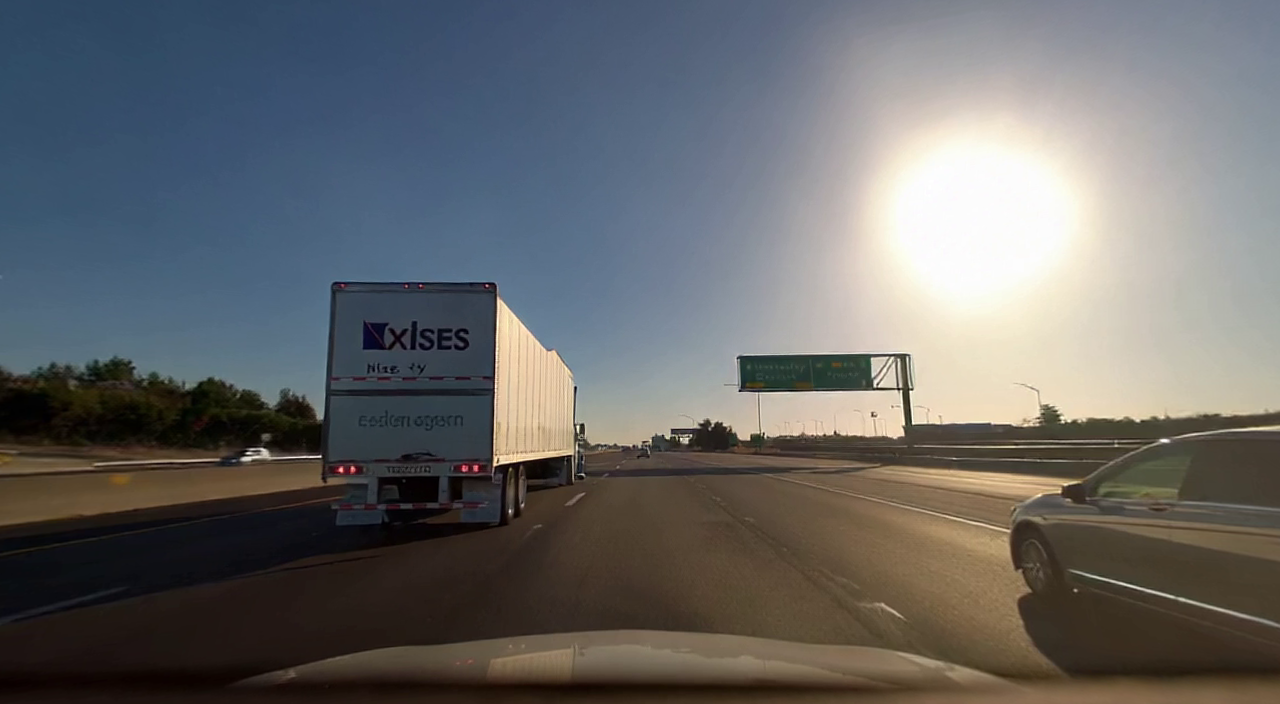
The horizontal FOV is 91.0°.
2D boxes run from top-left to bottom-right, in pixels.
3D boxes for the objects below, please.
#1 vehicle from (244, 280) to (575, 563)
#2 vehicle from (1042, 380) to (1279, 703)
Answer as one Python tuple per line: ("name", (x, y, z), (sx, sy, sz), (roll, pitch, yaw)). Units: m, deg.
("vehicle", (-3.198, 1.431, 11.882), (2.922, 3.458, 8.360), (0, -9, 1))
("vehicle", (3.768, 0.789, 1.931), (2.044, 1.558, 4.577), (0, -9, 0))
